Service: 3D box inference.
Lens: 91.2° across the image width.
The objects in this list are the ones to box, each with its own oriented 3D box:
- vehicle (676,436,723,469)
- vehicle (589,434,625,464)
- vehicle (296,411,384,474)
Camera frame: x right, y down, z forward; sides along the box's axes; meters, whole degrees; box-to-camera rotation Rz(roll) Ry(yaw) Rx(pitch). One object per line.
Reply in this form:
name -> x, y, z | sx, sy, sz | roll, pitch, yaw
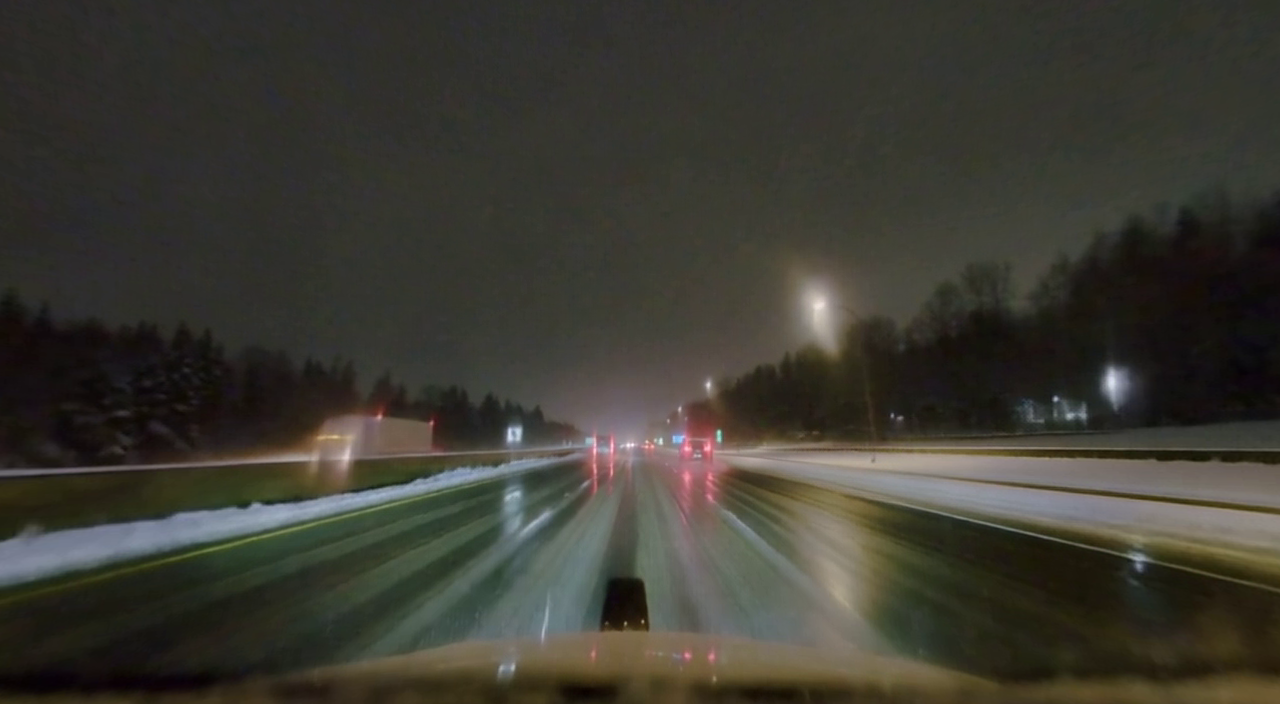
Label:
vehicle -> 3.242, 5.563, 34.928 | 2.202, 1.682, 4.188 | 0, -8, 0
vehicle -> -2.385, 7.175, 46.556 | 2.291, 2.052, 4.887 | 0, -8, 2
vehicle -> -20.948, 6.414, 44.279 | 3.001, 4.075, 6.135 | 0, -9, 0
